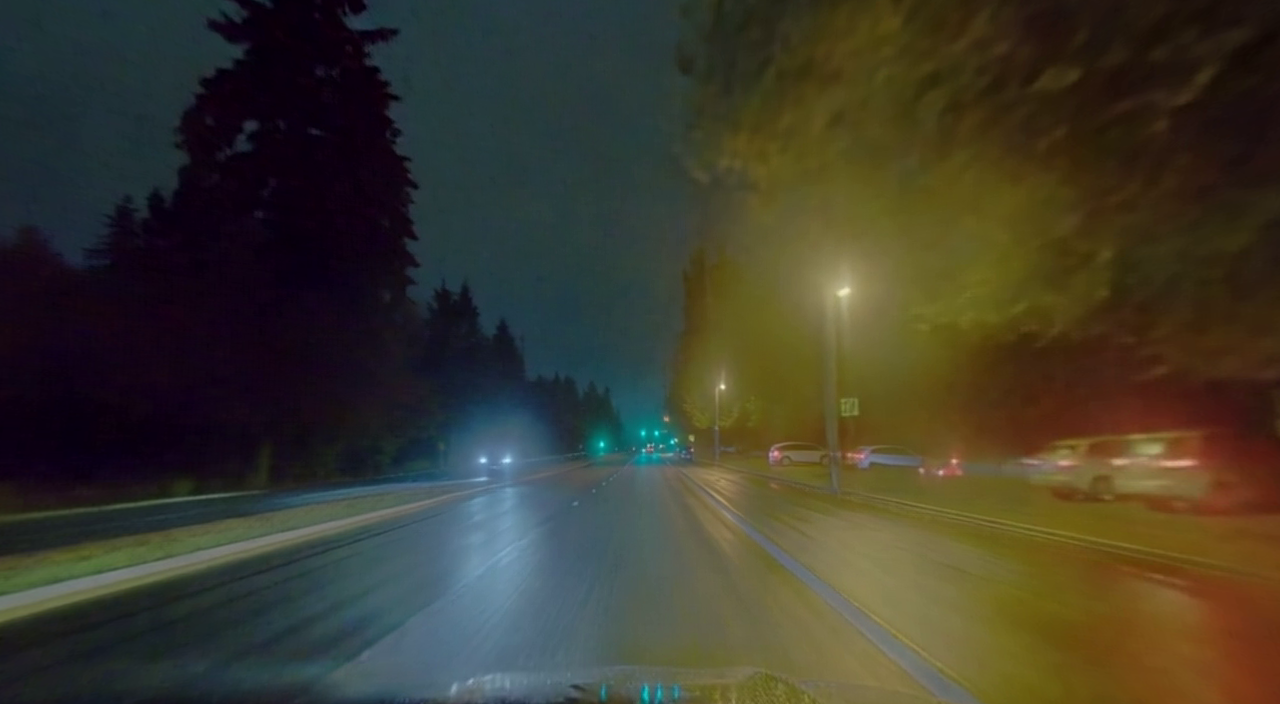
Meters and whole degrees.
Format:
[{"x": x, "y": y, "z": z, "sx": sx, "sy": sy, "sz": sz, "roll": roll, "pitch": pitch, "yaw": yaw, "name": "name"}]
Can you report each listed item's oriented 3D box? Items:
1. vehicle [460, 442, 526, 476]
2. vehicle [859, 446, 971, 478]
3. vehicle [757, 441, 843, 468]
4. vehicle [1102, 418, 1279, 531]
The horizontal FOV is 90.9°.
[{"x": -8.392, "y": 6.160, "z": 36.618, "sx": 2.401, "sy": 1.807, "sz": 4.960, "roll": -1, "pitch": -9, "yaw": 3, "name": "vehicle"}, {"x": 13.083, "y": 5.222, "z": 30.161, "sx": 4.438, "sy": 1.444, "sz": 1.900, "roll": 0, "pitch": -9, "yaw": 0, "name": "vehicle"}, {"x": 10.676, "y": 6.852, "z": 42.344, "sx": 5.118, "sy": 1.701, "sz": 2.175, "roll": 0, "pitch": -9, "yaw": -2, "name": "vehicle"}, {"x": 10.896, "y": 2.015, "z": 10.674, "sx": 4.493, "sy": 1.705, "sz": 2.034, "roll": 0, "pitch": -9, "yaw": 0, "name": "vehicle"}]
